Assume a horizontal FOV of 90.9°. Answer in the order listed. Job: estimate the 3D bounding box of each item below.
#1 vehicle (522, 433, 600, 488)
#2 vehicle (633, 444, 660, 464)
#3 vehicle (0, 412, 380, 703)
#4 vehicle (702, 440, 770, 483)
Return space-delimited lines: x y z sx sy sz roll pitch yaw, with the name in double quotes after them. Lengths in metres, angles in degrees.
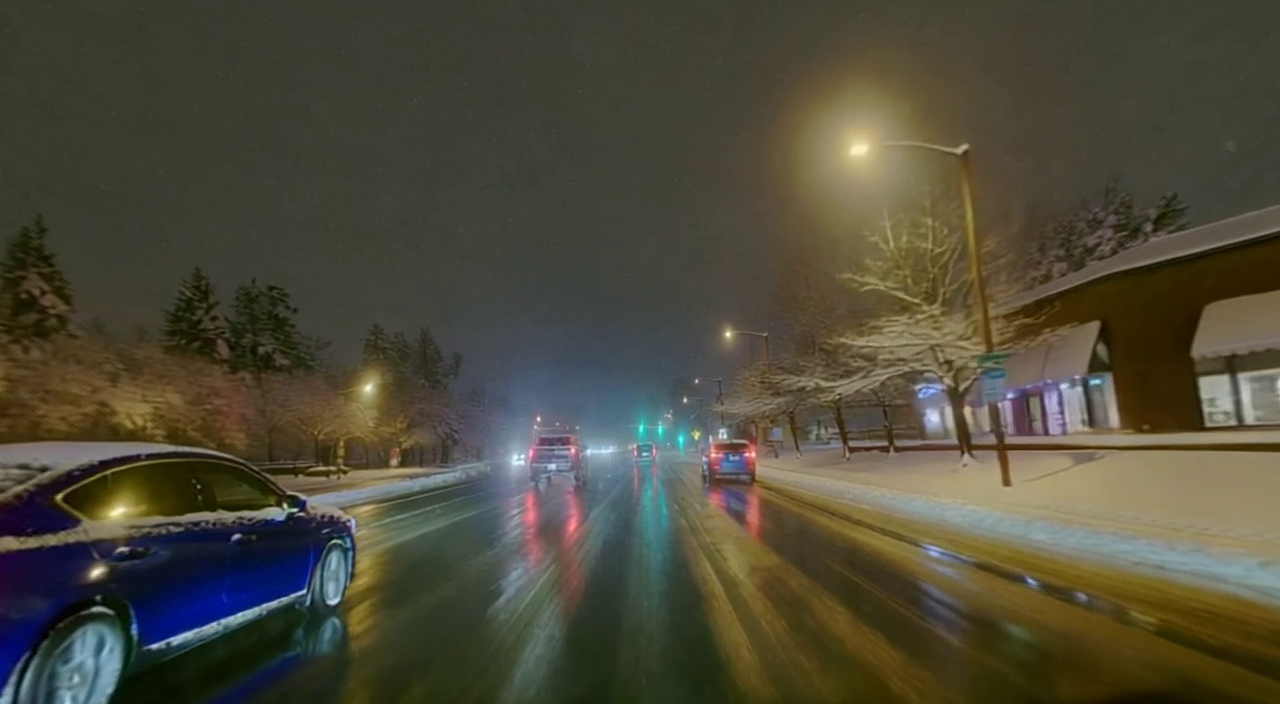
-2.793 3.977 23.447 2.193 1.788 4.603 -1 -8 1 "vehicle"
0.486 7.902 49.054 2.069 1.445 3.965 0 -8 0 "vehicle"
-3.254 1.055 2.918 1.956 1.460 4.802 -1 -8 1 "vehicle"
3.568 4.138 24.155 1.904 1.490 4.299 0 -8 0 "vehicle"
